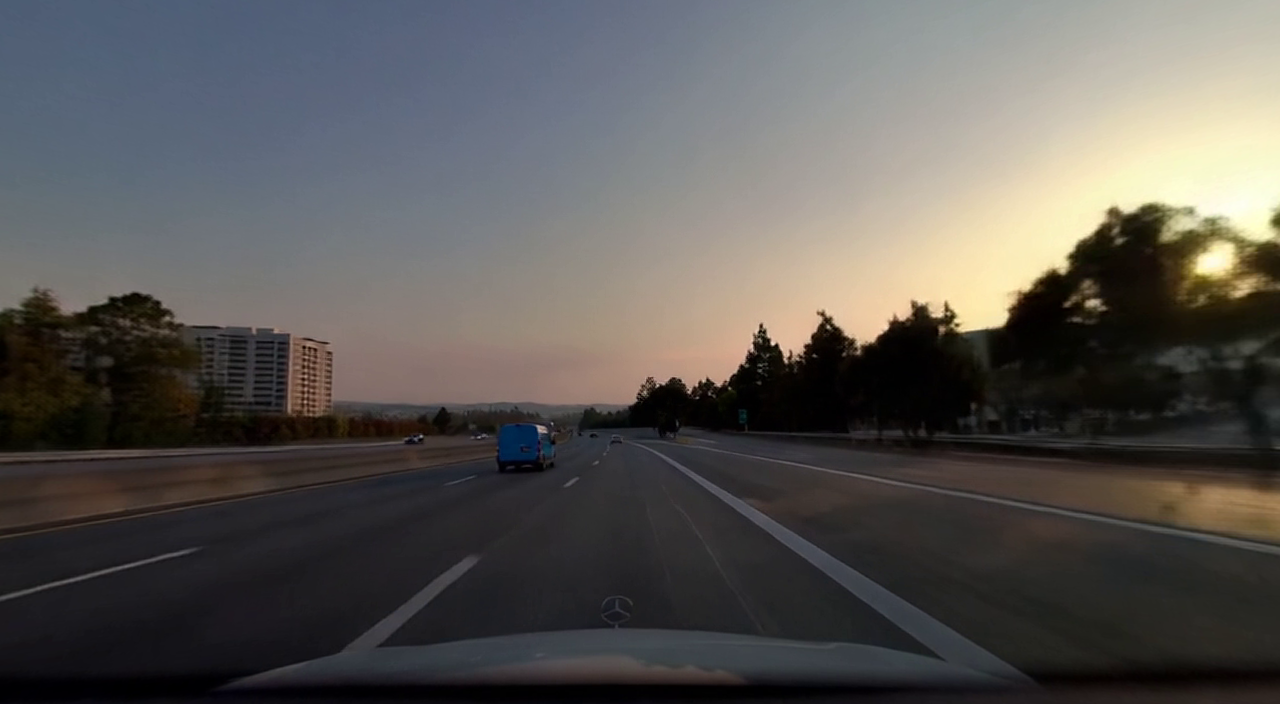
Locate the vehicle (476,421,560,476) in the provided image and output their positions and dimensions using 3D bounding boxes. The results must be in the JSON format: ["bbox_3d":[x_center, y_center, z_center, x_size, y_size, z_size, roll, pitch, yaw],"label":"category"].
[{"bbox_3d":[-4.395,3.537,23.475,2.219,1.827,4.738,0,-8,-1],"label":"vehicle"}]
